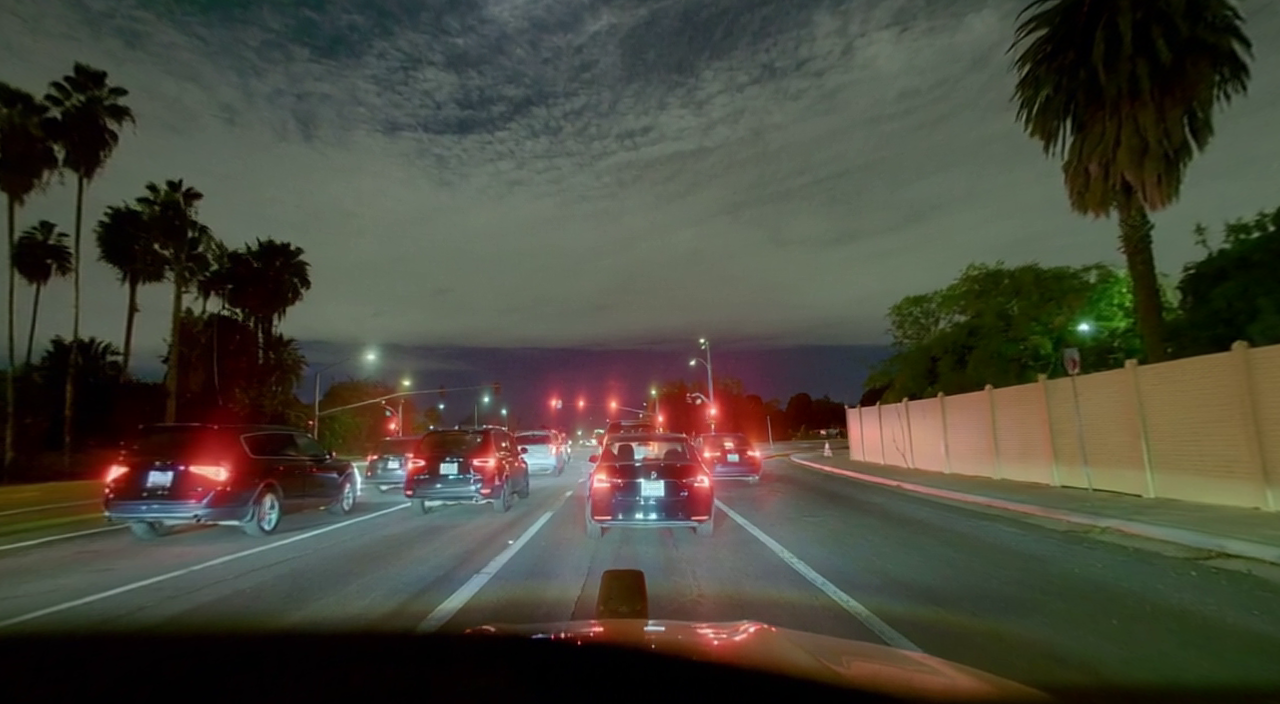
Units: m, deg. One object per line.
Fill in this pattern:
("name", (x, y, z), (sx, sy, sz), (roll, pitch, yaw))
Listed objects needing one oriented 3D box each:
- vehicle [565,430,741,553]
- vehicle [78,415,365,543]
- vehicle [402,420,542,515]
("vehicle", (0.072, 2.008, 9.832), (2.128, 1.473, 4.272), (0, -8, -2))
("vehicle", (-6.683, 2.067, 10.883), (1.963, 1.721, 4.467), (0, -8, -2))
("vehicle", (-3.450, 2.462, 13.846), (2.007, 1.746, 4.136), (0, -8, -2))
